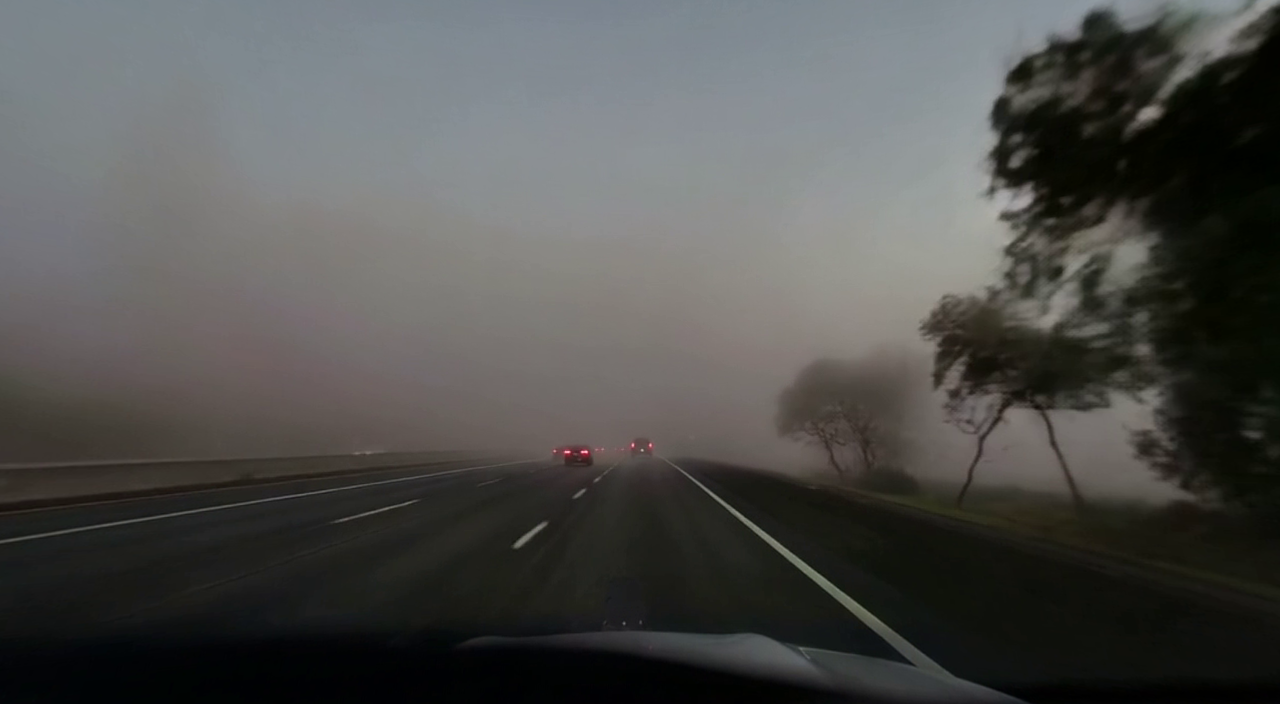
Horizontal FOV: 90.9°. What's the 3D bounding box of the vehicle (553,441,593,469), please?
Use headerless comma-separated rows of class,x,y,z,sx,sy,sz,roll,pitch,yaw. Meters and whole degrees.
vehicle,-3.718,5.787,35.674,1.786,1.488,4.023,0,-8,1
